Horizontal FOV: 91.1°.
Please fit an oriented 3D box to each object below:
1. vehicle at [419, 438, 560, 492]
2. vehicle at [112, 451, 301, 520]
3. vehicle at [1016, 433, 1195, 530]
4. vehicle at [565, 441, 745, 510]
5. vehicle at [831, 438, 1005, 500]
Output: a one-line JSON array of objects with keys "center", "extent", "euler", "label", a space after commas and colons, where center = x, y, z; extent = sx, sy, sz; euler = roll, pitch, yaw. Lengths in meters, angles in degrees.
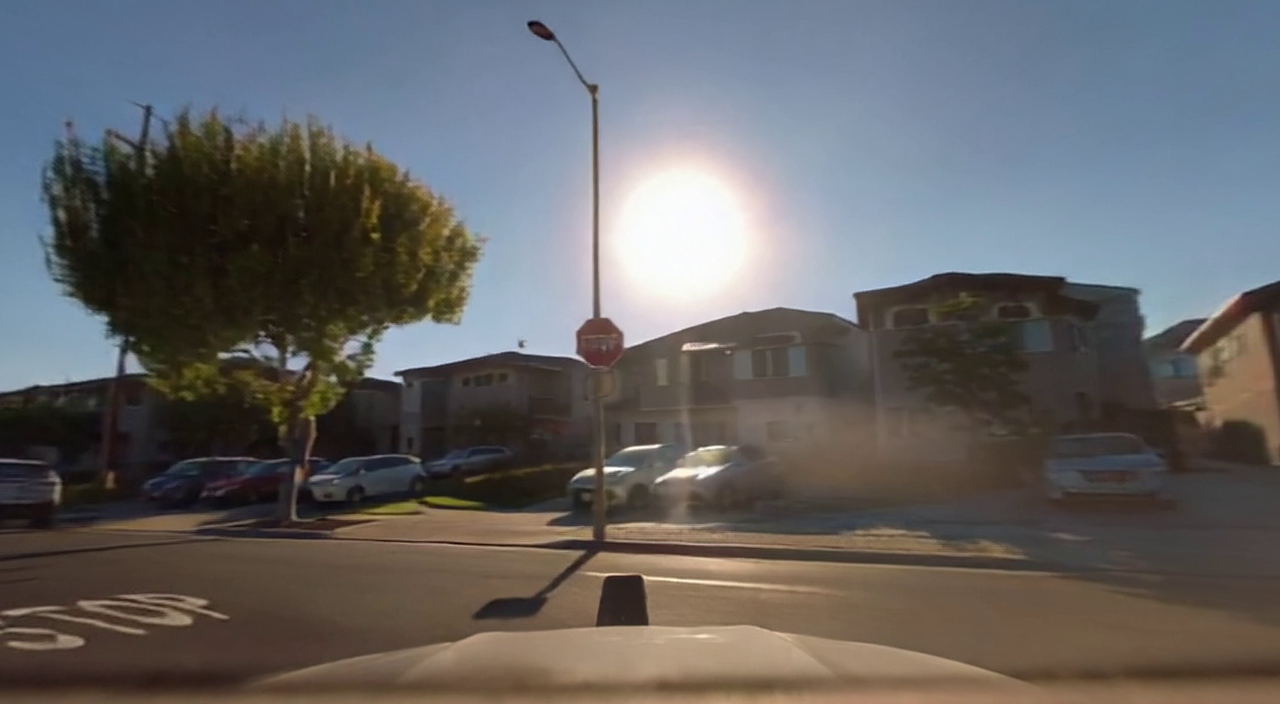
[{"center": [-10.130, 7.431, 41.880], "extent": [9.384, 3.230, 2.928], "euler": [-5, -9, 27], "label": "vehicle"}, {"center": [-14.858, 4.442, 21.500], "extent": [6.027, 1.893, 2.282], "euler": [-2, -8, 23], "label": "vehicle"}, {"center": [11.387, 3.094, 15.966], "extent": [2.305, 1.962, 5.685], "euler": [-4, -9, 23], "label": "vehicle"}, {"center": [0.415, 3.467, 18.081], "extent": [4.778, 1.753, 1.959], "euler": [-4, -9, 24], "label": "vehicle"}, {"center": [9.837, 4.043, 22.195], "extent": [5.798, 1.920, 2.267], "euler": [4, -9, -25], "label": "vehicle"}]
